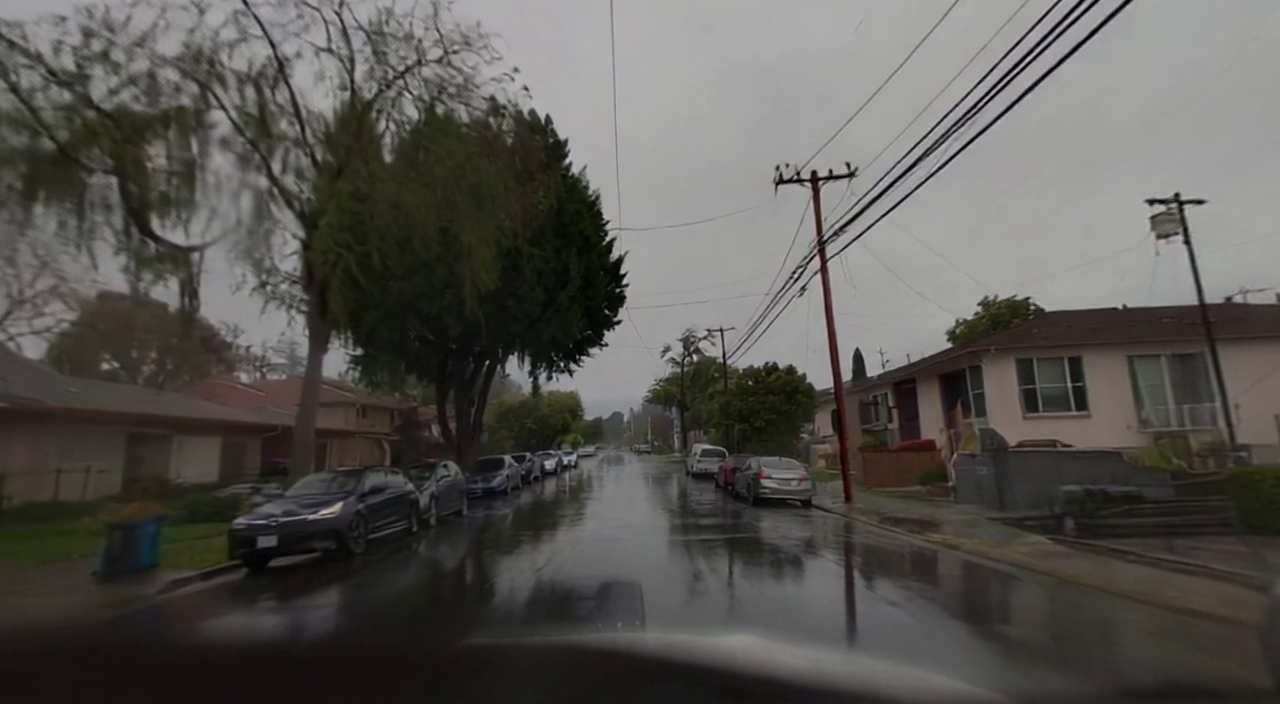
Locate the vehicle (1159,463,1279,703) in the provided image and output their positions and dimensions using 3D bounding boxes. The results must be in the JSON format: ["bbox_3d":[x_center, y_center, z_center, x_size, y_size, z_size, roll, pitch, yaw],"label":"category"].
[{"bbox_3d":[4.076,0.886,1.154,2.057,1.511,4.858,-4,-11,0],"label":"vehicle"}]

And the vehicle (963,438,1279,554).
[{"bbox_3d":[7.811,2.125,9.688,4.546,1.537,2.076,-1,-9,2],"label":"vehicle"}]

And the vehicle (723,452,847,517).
[{"bbox_3d":[3.808,3.563,17.607,2.174,1.504,4.809,0,-9,-2],"label":"vehicle"}]

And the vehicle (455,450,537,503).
[{"bbox_3d":[-5.930,5.164,26.819,2.184,1.958,5.757,0,-9,-1],"label":"vehicle"}]

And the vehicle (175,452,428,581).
[{"bbox_3d":[-5.385,2.607,10.926,2.032,1.716,4.382,0,-9,-2],"label":"vehicle"}]
